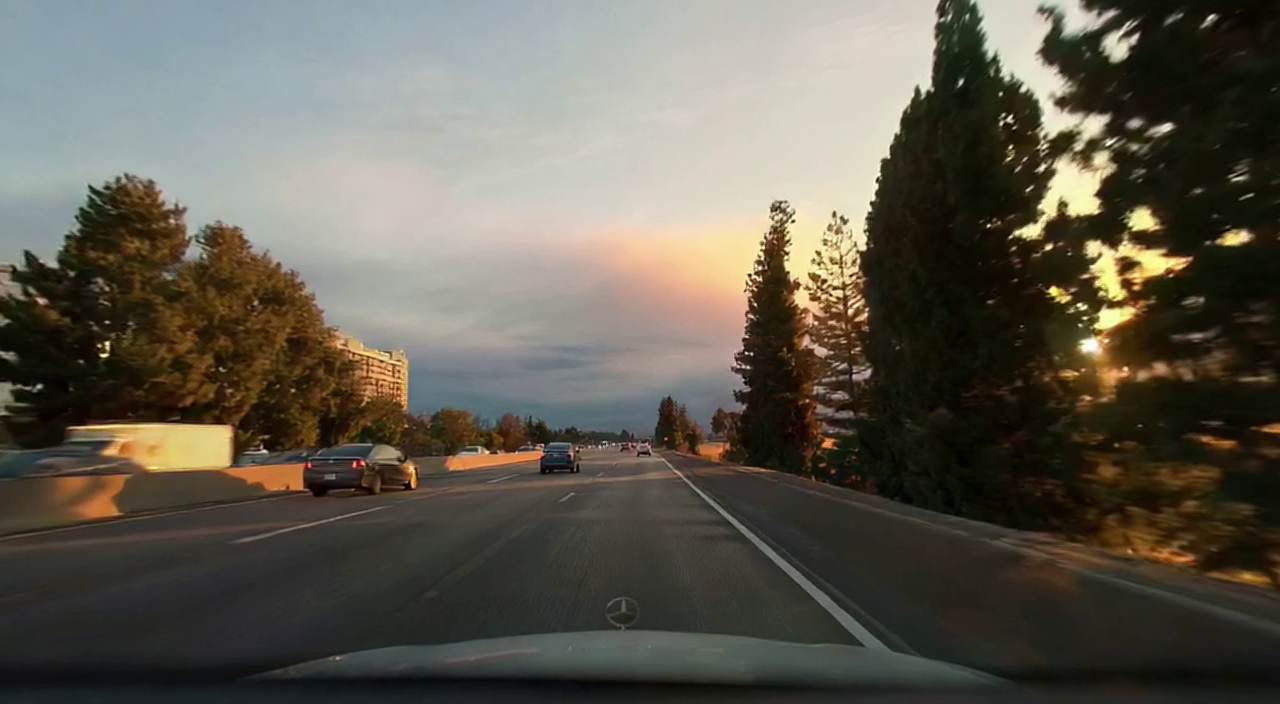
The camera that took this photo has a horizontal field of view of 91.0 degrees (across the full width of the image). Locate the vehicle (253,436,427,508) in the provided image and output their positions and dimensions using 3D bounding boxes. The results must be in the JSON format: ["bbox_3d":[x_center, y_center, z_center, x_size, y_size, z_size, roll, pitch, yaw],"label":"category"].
[{"bbox_3d":[-7.181,2.911,15.779,2.034,1.523,4.627,0,-9,1],"label":"vehicle"}]

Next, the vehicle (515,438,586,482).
[{"bbox_3d":[-3.506,4.349,25.594,2.083,1.588,4.801,0,-9,1],"label":"vehicle"}]

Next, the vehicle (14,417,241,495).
[{"bbox_3d":[-19.560,4.041,24.827,2.857,2.607,7.051,0,-9,1],"label":"vehicle"}]
